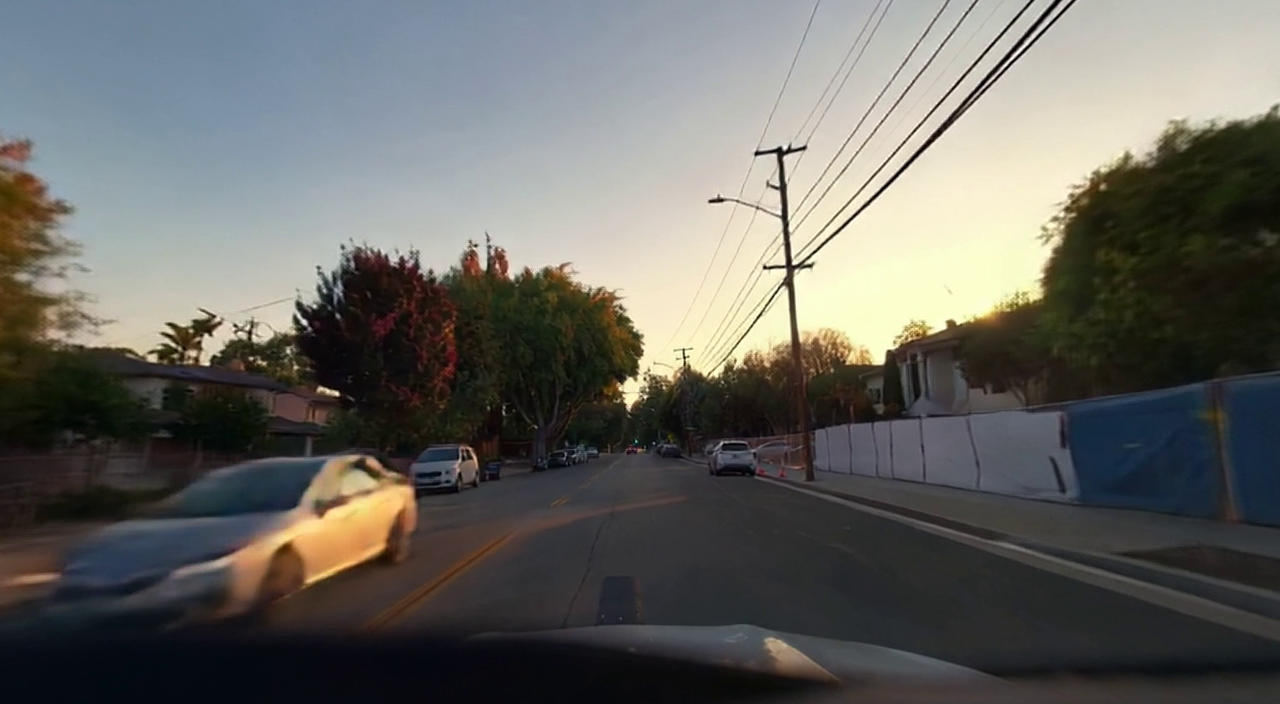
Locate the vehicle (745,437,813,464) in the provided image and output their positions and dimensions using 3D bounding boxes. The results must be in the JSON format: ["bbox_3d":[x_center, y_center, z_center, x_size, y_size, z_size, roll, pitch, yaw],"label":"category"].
[{"bbox_3d":[9.989,7.122,45.647,4.399,1.884,2.071,0,-10,-2],"label":"vehicle"}]

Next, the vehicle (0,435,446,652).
[{"bbox_3d":[-3.886,1.798,7.075,2.068,1.543,4.523,-2,-9,-1],"label":"vehicle"}]

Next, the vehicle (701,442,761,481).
[{"bbox_3d":[3.855,4.716,27.429,1.902,1.542,4.099,0,-9,-2],"label":"vehicle"}]
